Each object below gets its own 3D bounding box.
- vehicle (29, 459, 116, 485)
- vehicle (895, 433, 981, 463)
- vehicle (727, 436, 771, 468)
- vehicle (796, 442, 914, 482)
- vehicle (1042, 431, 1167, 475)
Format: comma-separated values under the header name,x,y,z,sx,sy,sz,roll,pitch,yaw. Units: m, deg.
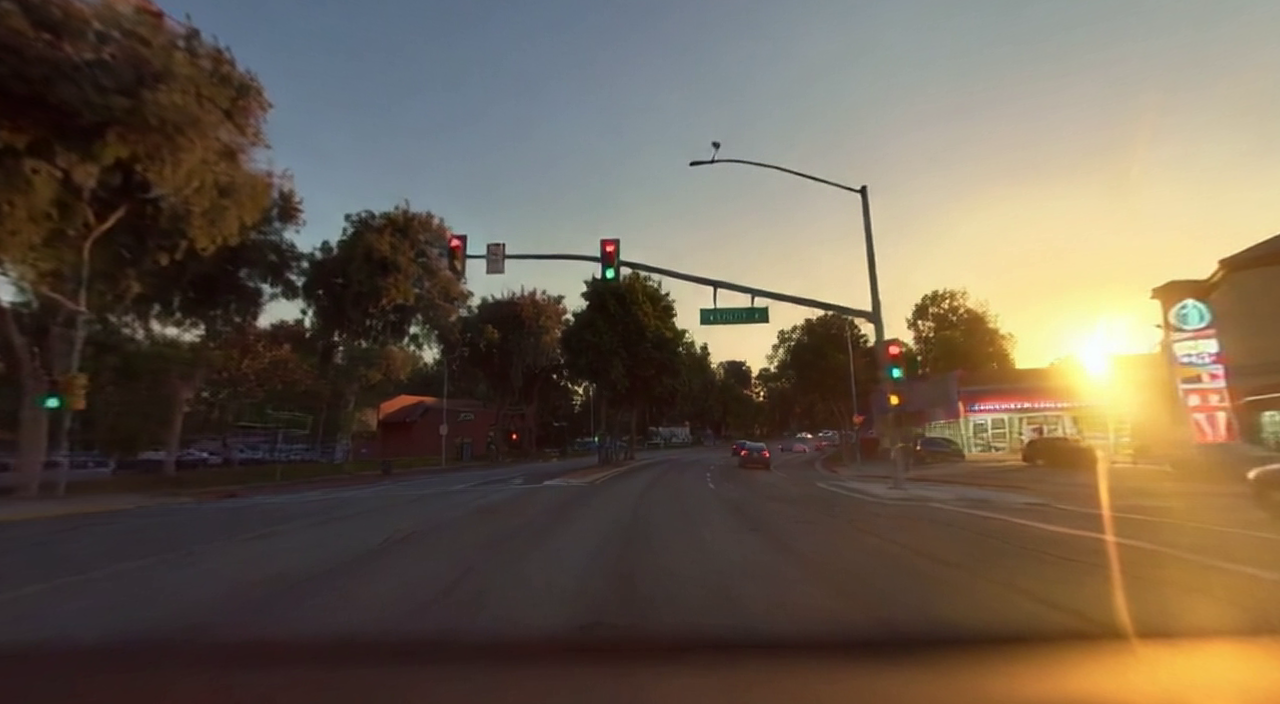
name,x,y,z,sx,sy,sz,roll,pitch,yaw
vehicle,-34.898,7.342,38.881,1.702,1.407,4.019,0,-9,-2
vehicle,18.906,6.119,40.247,4.557,1.825,2.350,-3,-9,15
vehicle,6.310,5.722,36.209,2.311,1.715,4.287,-2,-9,11
vehicle,8.741,4.508,26.081,1.938,1.466,4.434,4,-10,-28
vehicle,20.668,4.472,28.064,4.707,1.790,2.357,4,-9,-24
